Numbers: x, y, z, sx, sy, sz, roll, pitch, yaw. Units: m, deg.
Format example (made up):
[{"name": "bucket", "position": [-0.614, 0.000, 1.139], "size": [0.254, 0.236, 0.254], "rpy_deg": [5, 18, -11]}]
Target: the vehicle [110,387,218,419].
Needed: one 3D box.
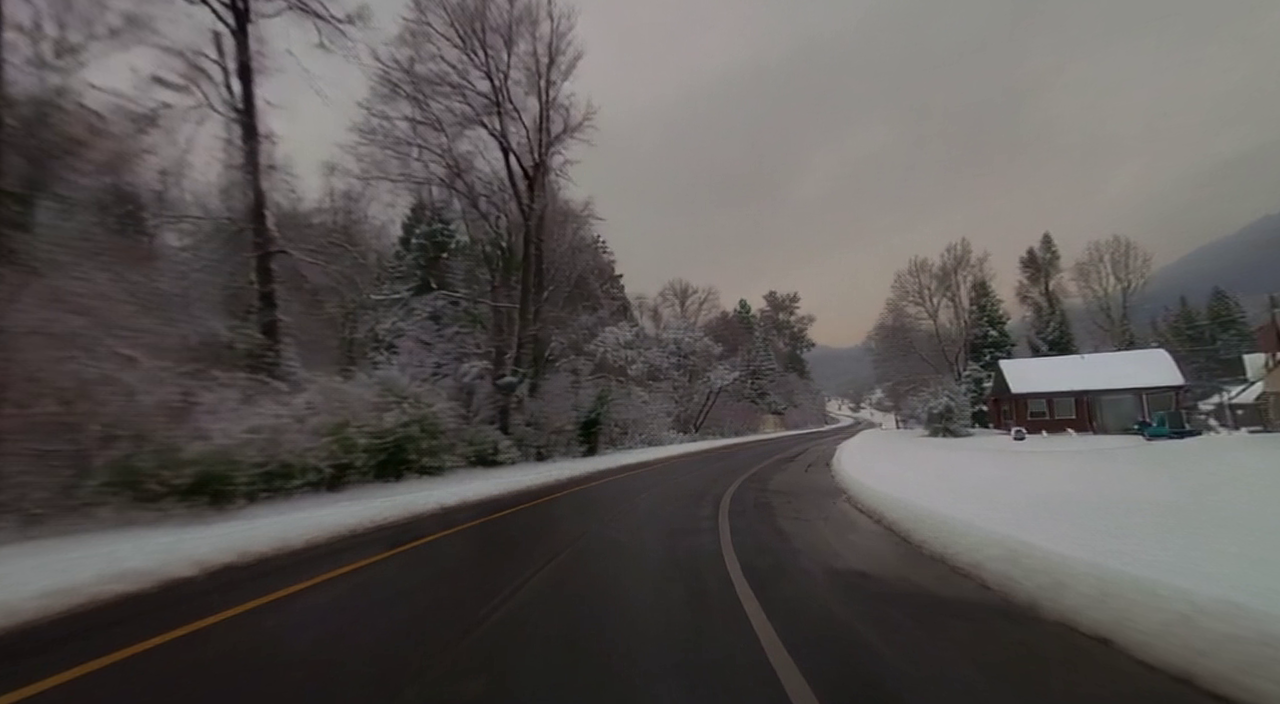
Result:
[{"name": "vehicle", "position": [-34.696, 3.789, 46.071], "size": [2.424, 2.051, 5.709], "rpy_deg": [-6, -8, 28]}]
